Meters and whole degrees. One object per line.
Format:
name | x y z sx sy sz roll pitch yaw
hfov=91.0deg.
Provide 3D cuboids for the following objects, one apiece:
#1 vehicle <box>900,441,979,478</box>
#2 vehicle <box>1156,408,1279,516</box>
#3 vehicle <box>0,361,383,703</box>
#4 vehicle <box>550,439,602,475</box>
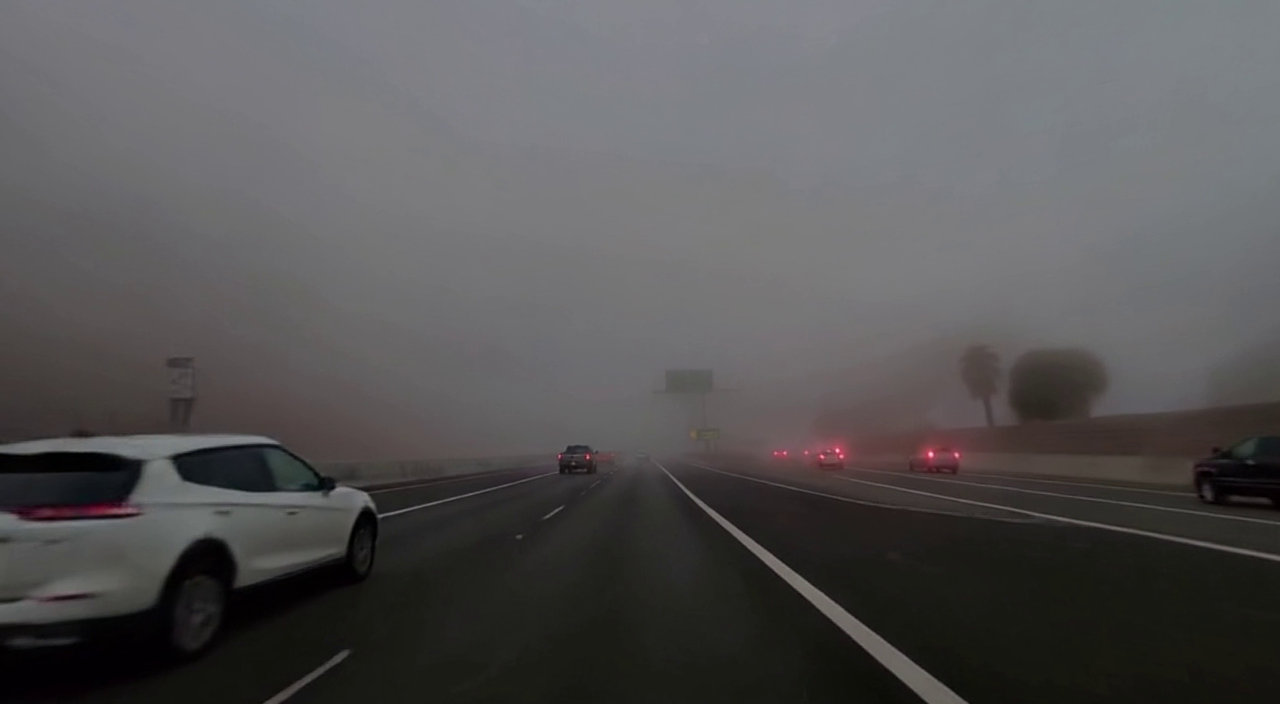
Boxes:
vehicle | 15.563 5.582 33.030 1.991 1.755 4.836 -1 -9 4
vehicle | 13.930 2.248 12.938 2.330 2.132 5.338 -1 -9 5
vehicle | -3.939 1.176 4.454 2.162 1.747 4.791 0 -9 1
vehicle | -3.676 6.208 37.328 2.420 1.937 5.916 0 -9 0
